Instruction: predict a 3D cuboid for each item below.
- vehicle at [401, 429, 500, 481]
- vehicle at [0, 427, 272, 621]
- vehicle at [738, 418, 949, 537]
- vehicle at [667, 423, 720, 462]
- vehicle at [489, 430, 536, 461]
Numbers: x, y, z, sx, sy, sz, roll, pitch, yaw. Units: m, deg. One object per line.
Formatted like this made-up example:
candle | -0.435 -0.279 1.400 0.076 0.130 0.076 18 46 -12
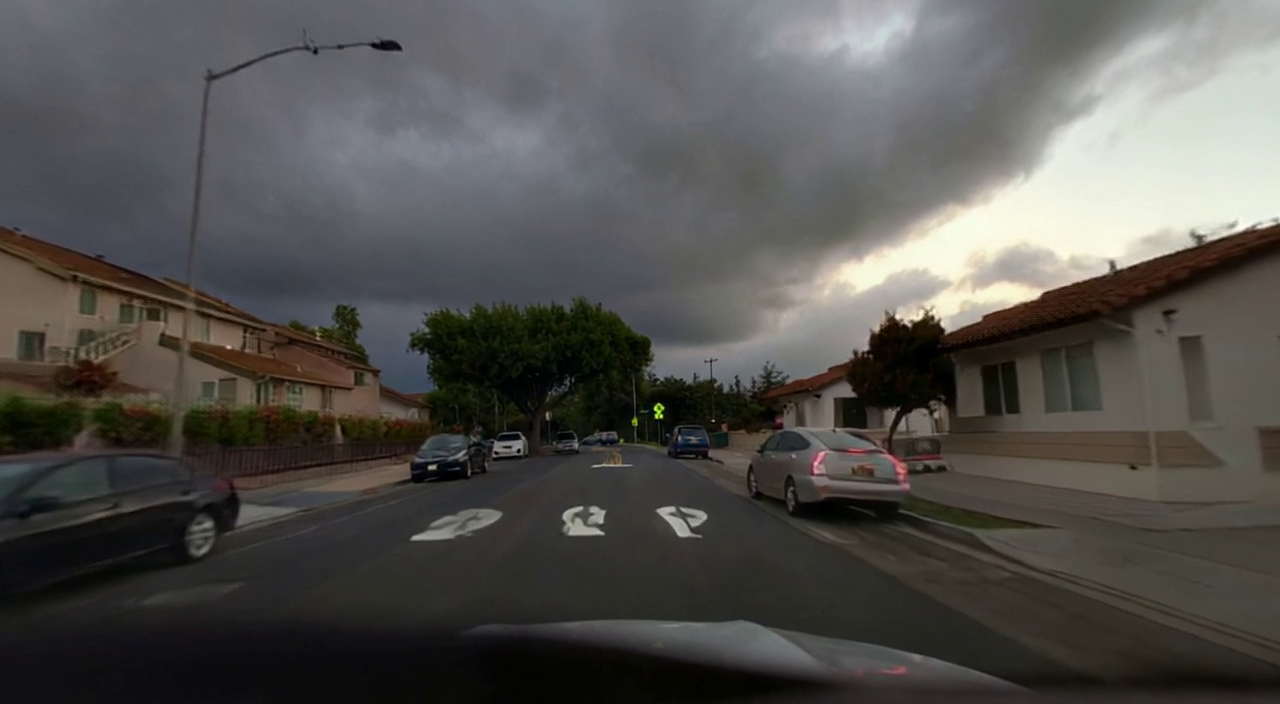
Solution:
vehicle | -6.112 3.349 21.028 1.972 1.502 5.530 0 -8 -4
vehicle | -5.735 1.475 6.089 1.870 1.425 4.297 0 -8 -2
vehicle | 3.108 1.964 10.911 1.875 1.568 4.899 0 -7 -2
vehicle | 2.406 4.186 29.318 1.997 1.663 4.544 0 -7 -1
vehicle | -6.708 4.958 33.587 1.842 1.540 3.704 0 -8 -2
